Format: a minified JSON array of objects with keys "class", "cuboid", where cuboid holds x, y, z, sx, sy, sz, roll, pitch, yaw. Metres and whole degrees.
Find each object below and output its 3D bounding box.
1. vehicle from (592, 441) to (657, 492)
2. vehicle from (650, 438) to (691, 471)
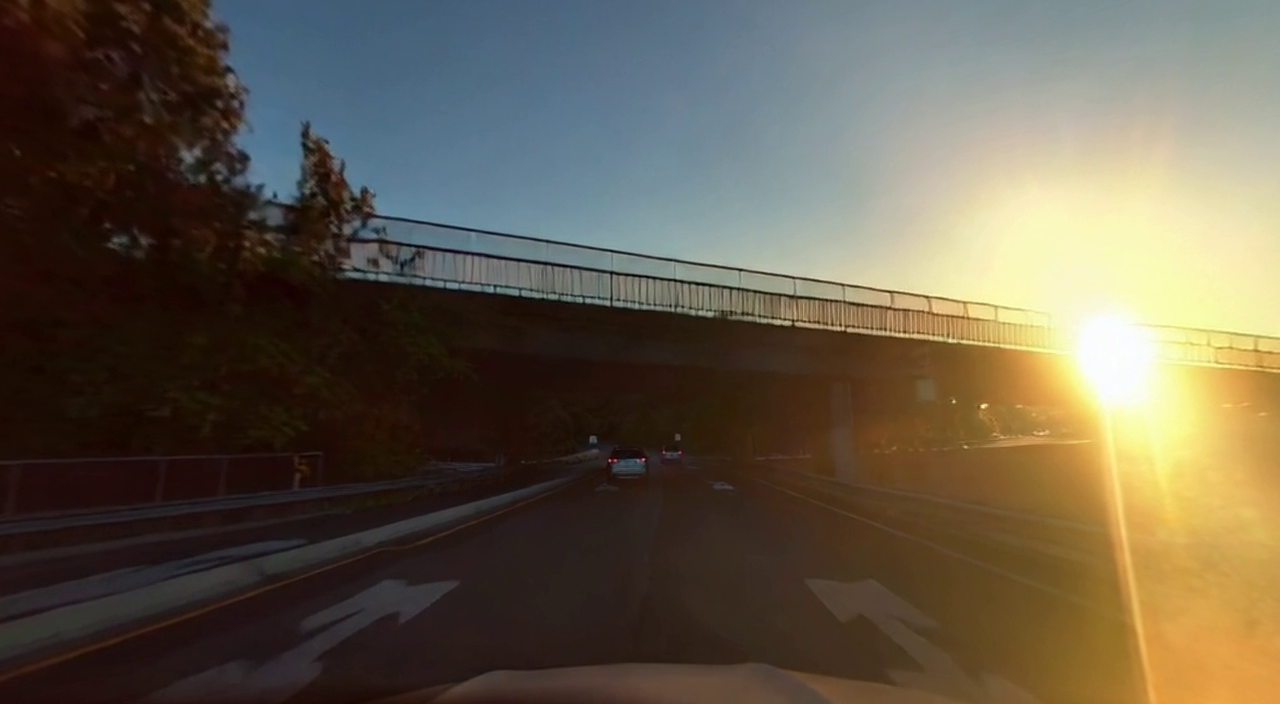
[{"class":"vehicle","cuboid":[-0.480,3.909,21.731,2.037,1.601,3.643,0,-9,0]},{"class":"vehicle","cuboid":[1.930,6.662,41.008,2.273,2.010,4.396,0,-9,-2]}]
